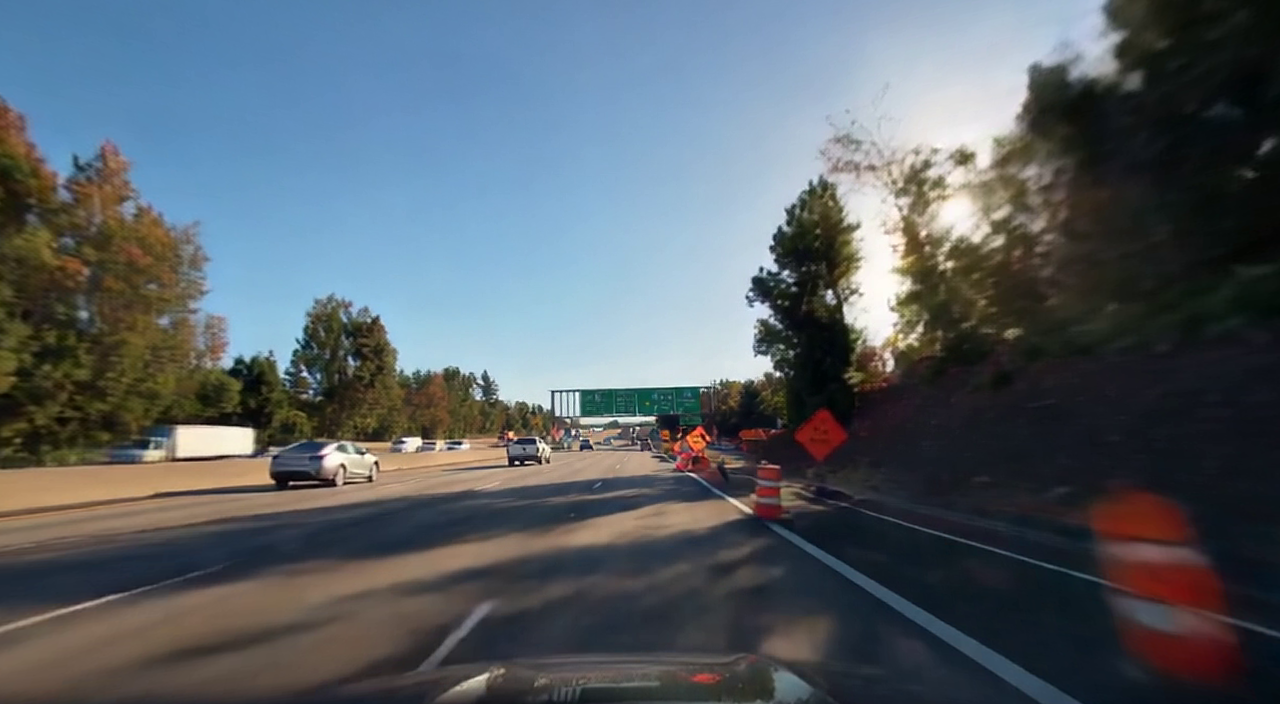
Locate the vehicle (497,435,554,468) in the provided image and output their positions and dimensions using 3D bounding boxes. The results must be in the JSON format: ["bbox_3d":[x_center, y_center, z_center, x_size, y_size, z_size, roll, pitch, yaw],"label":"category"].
[{"bbox_3d":[-6.536,5.743,36.524,2.402,1.733,4.512,0,-8,1],"label":"vehicle"}]

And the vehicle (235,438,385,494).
[{"bbox_3d":[-9.939,3.456,19.491,2.122,1.511,4.576,0,-8,0],"label":"vehicle"}]
